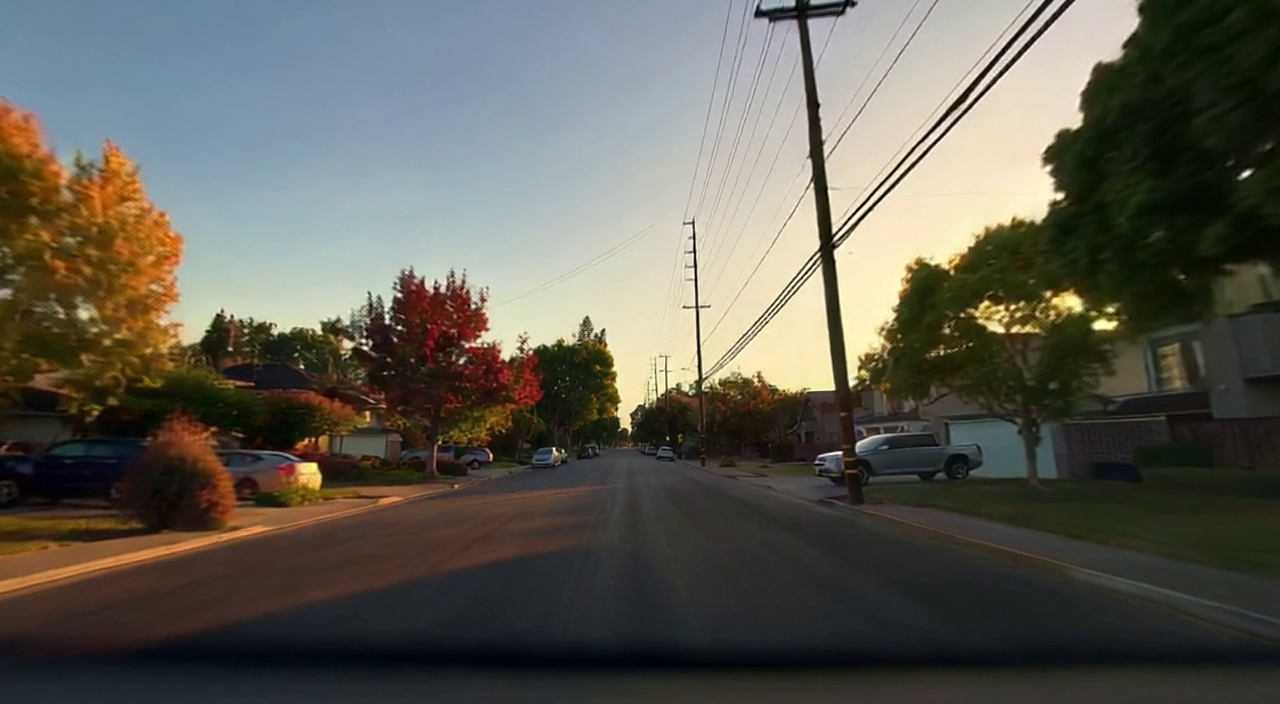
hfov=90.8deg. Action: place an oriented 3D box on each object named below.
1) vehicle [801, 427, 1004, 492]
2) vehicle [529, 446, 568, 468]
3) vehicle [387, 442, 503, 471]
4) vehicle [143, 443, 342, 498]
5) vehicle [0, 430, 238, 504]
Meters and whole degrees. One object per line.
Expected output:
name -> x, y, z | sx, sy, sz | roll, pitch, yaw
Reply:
vehicle -> 8.936, 3.669, 21.968 | 5.890, 1.896, 2.459 | -2, -7, -1
vehicle -> -6.699, 7.715, 46.753 | 2.208, 1.491, 5.089 | 0, -8, -1
vehicle -> -12.375, 6.658, 40.558 | 6.619, 1.759, 2.632 | 0, -8, -2
vehicle -> -11.313, 3.383, 18.262 | 4.371, 1.482, 1.954 | 0, -9, -2
vehicle -> -13.185, 2.863, 15.904 | 4.529, 1.704, 2.296 | 0, -9, -1
